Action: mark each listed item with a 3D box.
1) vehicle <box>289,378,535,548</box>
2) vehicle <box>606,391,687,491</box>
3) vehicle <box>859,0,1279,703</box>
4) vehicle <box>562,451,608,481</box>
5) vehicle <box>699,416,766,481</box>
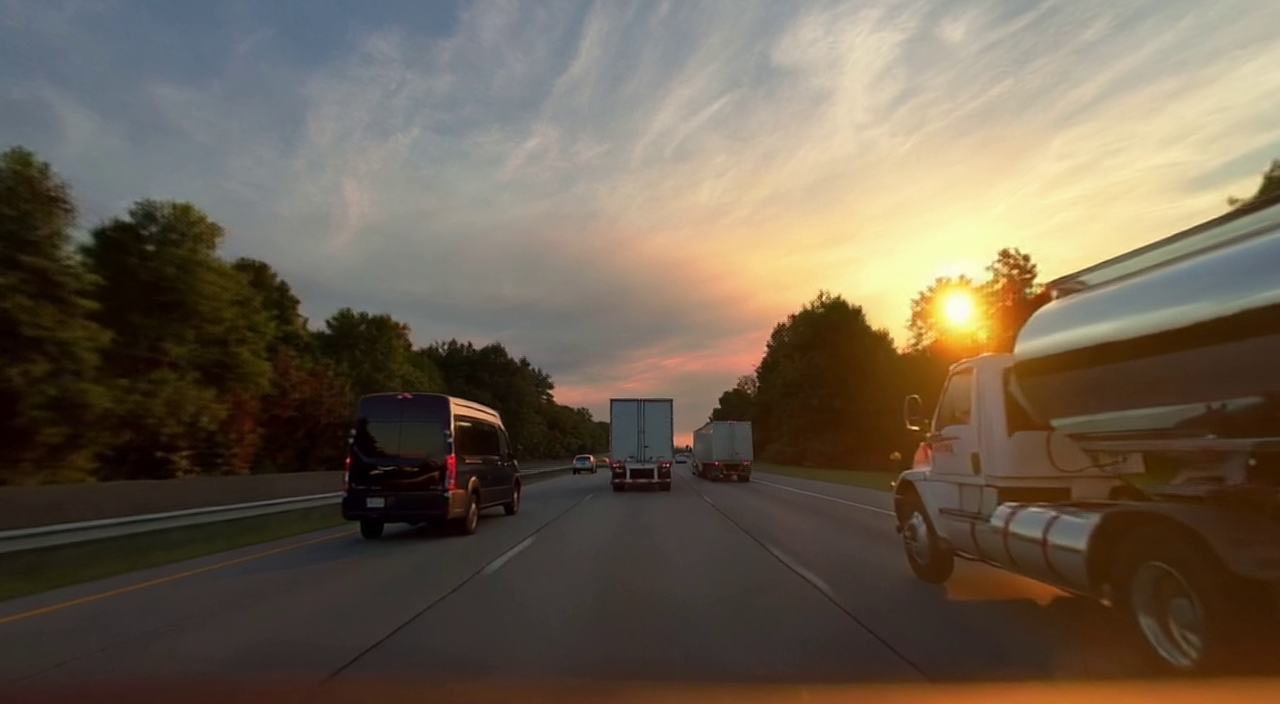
[{"bbox_3d":[-4.009,2.191,12.843,2.525,2.572,6.260,0,-9,1],"label":"vehicle"},{"bbox_3d":[0.119,3.831,26.459,2.773,3.455,9.118,0,-10,-1],"label":"vehicle"},{"bbox_3d":[4.294,-0.439,1.655,3.139,4.152,11.915,0,-9,0],"label":"vehicle"},{"bbox_3d":[-3.229,6.774,37.797,2.134,1.652,4.439,-1,-9,3],"label":"vehicle"},{"bbox_3d":[5.567,6.171,40.115,2.706,3.500,11.483,0,-9,1],"label":"vehicle"}]
